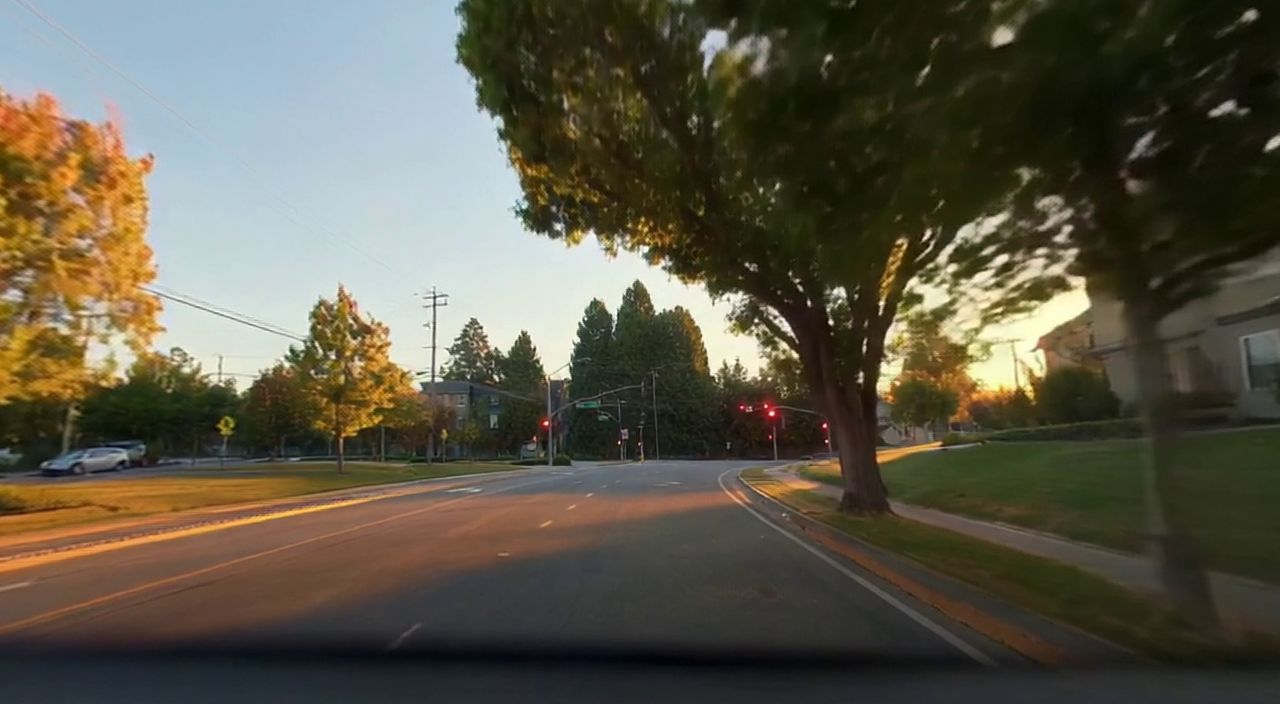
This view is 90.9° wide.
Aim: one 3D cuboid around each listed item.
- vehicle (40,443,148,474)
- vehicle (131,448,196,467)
[{"bbox_3d":[-33.413,6.517,38.781,1.913,1.779,4.959,-1,-9,5],"label":"vehicle"},{"bbox_3d":[-36.650,8.109,48.483,3.737,1.444,1.680,-1,-9,6],"label":"vehicle"}]
